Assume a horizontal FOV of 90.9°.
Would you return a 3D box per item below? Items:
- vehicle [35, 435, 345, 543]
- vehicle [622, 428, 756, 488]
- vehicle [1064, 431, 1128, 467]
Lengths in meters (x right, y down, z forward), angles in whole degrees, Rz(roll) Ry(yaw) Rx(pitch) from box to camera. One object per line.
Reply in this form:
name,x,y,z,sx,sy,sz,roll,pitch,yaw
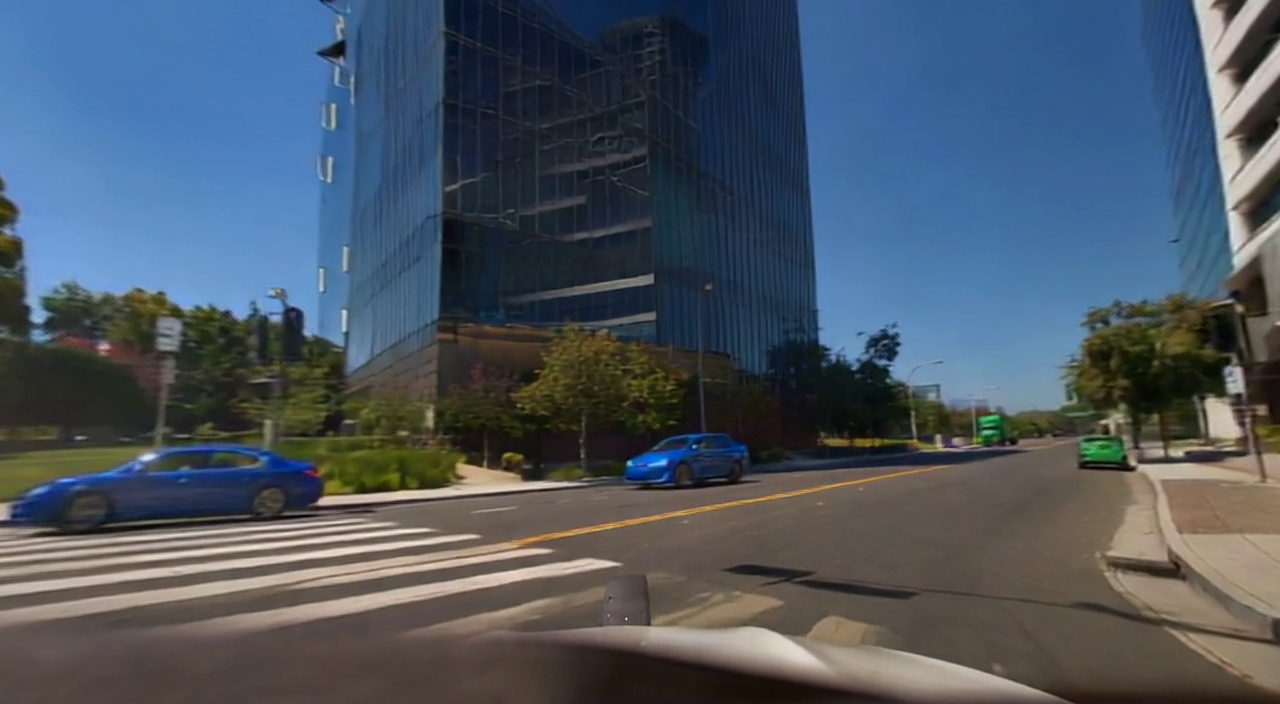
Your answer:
vehicle,-7.222,2.110,10.394,1.757,1.410,3.816,-8,-12,44
vehicle,1.701,3.385,20.499,2.145,1.687,4.662,-7,-10,37
vehicle,20.738,4.398,28.691,2.098,1.509,4.389,-6,-10,35
